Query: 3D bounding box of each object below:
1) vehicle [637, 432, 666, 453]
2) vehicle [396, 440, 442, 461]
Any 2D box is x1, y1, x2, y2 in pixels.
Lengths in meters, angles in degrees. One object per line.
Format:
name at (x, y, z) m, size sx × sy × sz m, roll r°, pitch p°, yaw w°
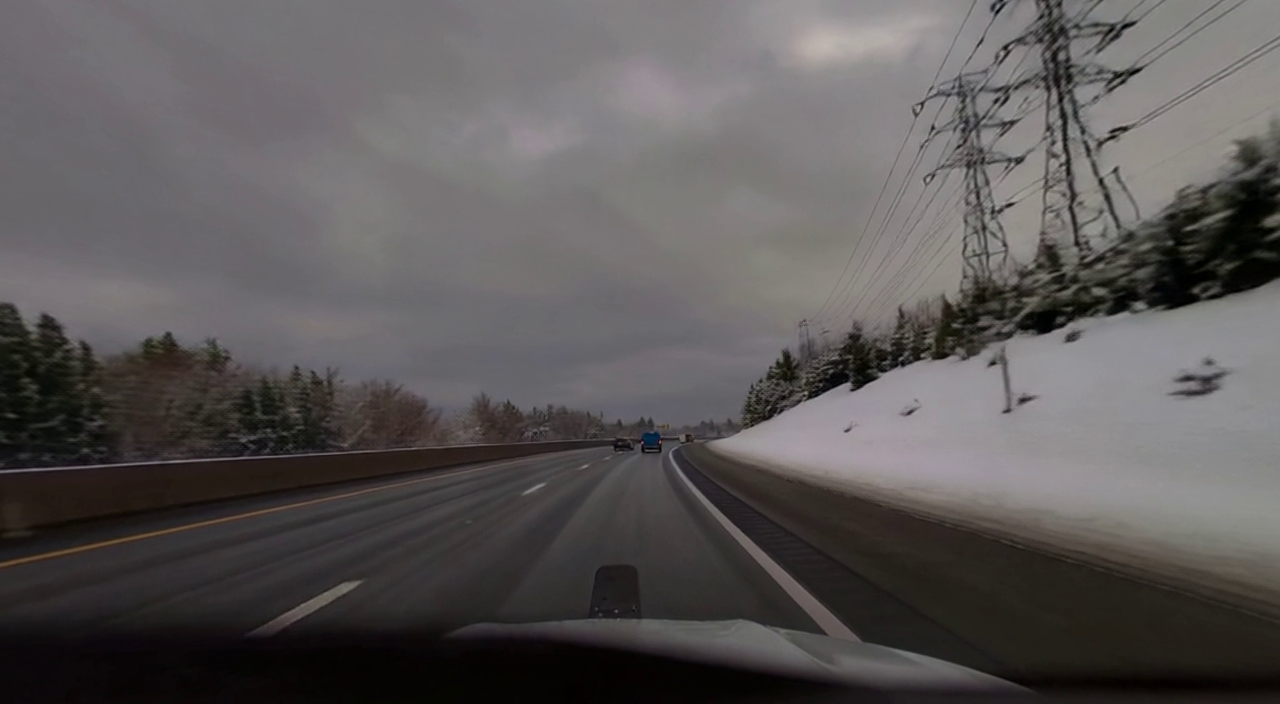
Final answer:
vehicle at (0.898, 6.877, 47.740) m, size 2.077 × 1.523 × 4.206 m, roll 0°, pitch -8°, yaw 2°
vehicle at (-17.370, 7.727, 49.606) m, size 1.933 × 1.525 × 4.315 m, roll 0°, pitch -8°, yaw 2°
